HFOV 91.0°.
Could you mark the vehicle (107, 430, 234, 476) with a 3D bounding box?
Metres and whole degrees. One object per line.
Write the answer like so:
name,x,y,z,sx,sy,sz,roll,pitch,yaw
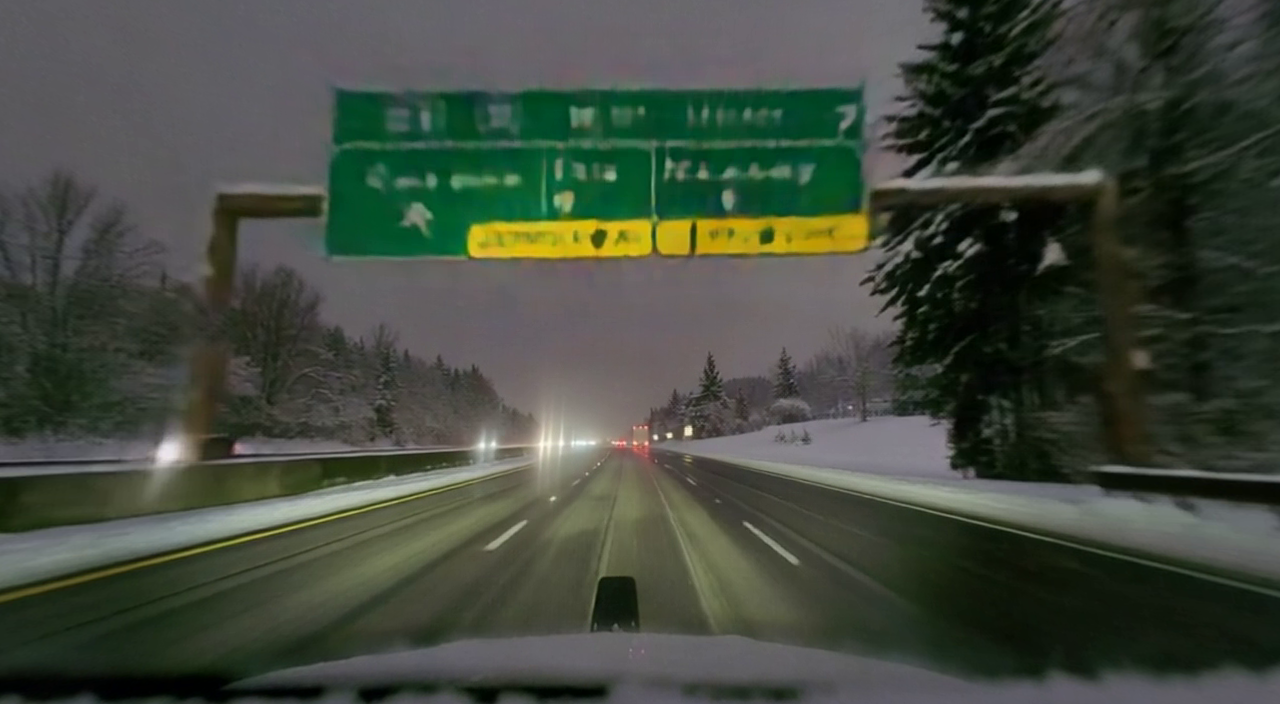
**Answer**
vehicle,-21.639,4.649,29.331,2.025,1.927,5.109,0,-8,-1
